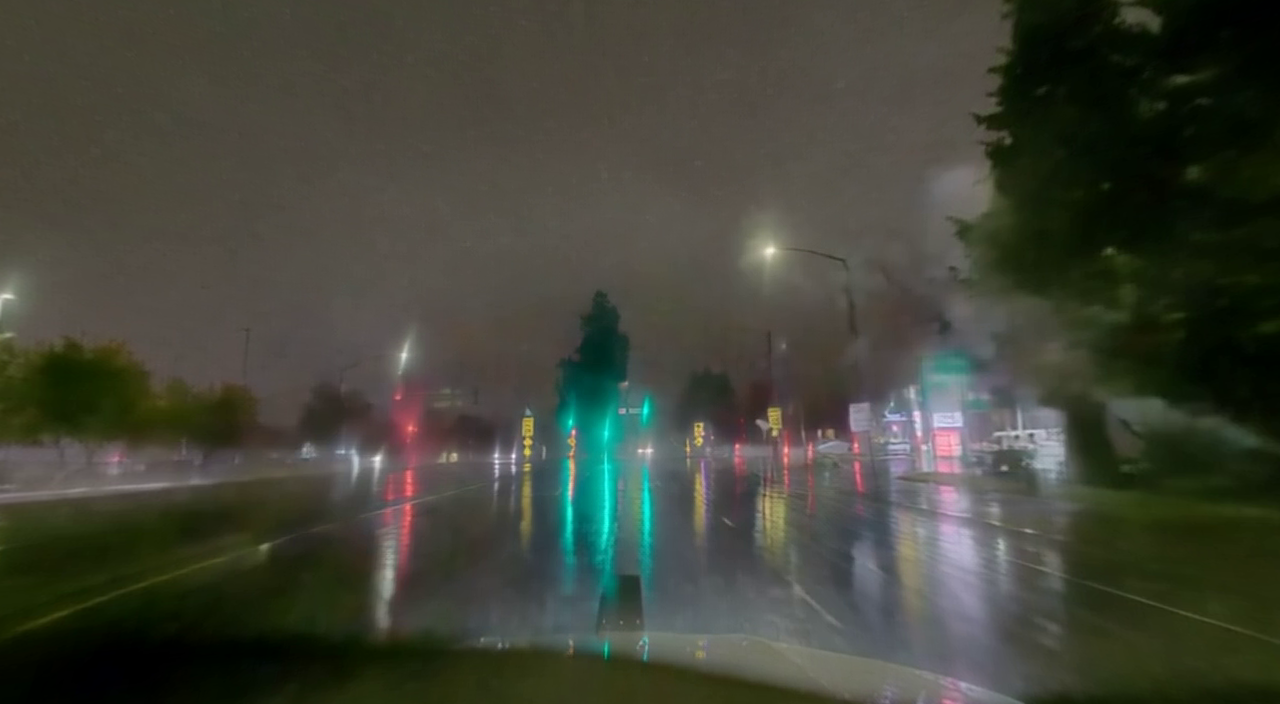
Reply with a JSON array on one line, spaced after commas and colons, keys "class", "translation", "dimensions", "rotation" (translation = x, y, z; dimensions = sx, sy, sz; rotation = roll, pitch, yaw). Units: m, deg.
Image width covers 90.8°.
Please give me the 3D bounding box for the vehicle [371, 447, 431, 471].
[{"class": "vehicle", "translation": [-15.808, 7.060, 42.048], "dimensions": [1.911, 1.478, 4.601], "rotation": [-1, -8, 4]}]
